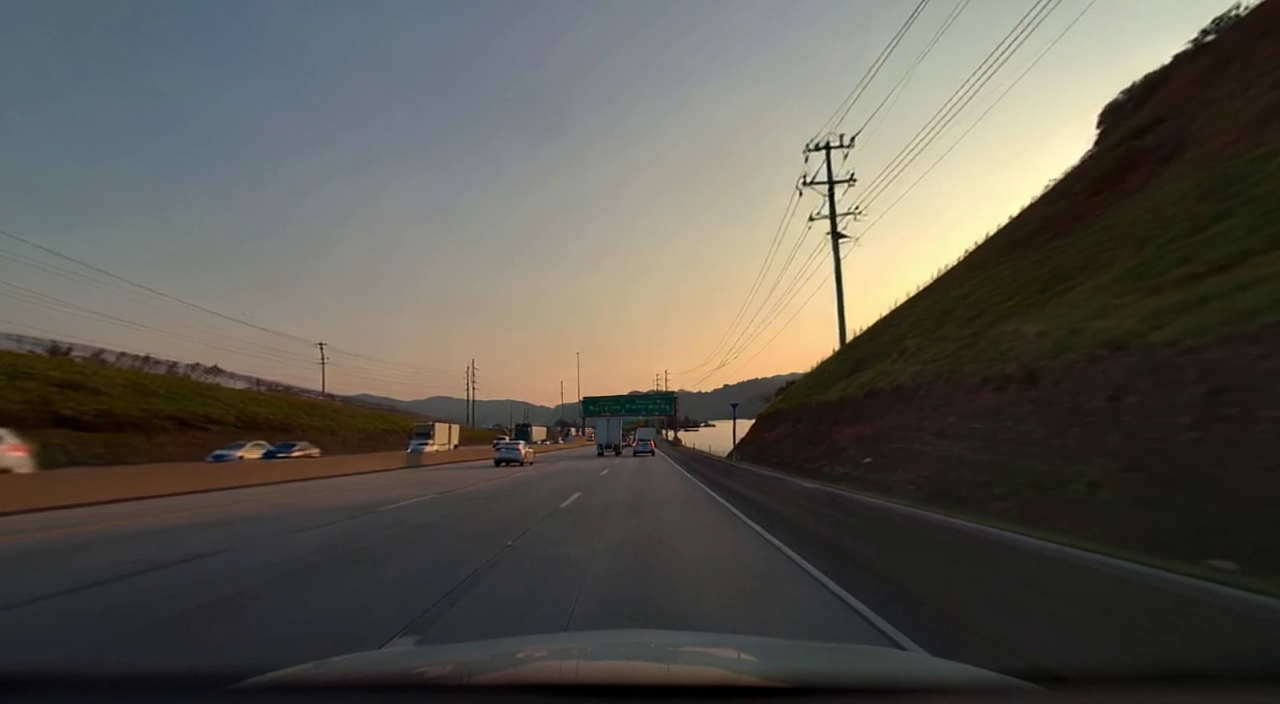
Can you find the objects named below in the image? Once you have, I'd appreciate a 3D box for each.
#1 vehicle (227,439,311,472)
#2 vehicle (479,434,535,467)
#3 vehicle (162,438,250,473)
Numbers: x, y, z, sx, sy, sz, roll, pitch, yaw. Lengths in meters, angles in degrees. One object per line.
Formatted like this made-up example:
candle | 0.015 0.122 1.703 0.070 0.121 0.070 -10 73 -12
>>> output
vehicle | -18.706 5.220 32.035 1.842 1.522 4.131 0 -8 -2
vehicle | -7.556 5.637 36.296 2.192 1.762 4.559 0 -8 1
vehicle | -24.331 5.797 35.590 1.870 1.814 4.313 0 -8 0
